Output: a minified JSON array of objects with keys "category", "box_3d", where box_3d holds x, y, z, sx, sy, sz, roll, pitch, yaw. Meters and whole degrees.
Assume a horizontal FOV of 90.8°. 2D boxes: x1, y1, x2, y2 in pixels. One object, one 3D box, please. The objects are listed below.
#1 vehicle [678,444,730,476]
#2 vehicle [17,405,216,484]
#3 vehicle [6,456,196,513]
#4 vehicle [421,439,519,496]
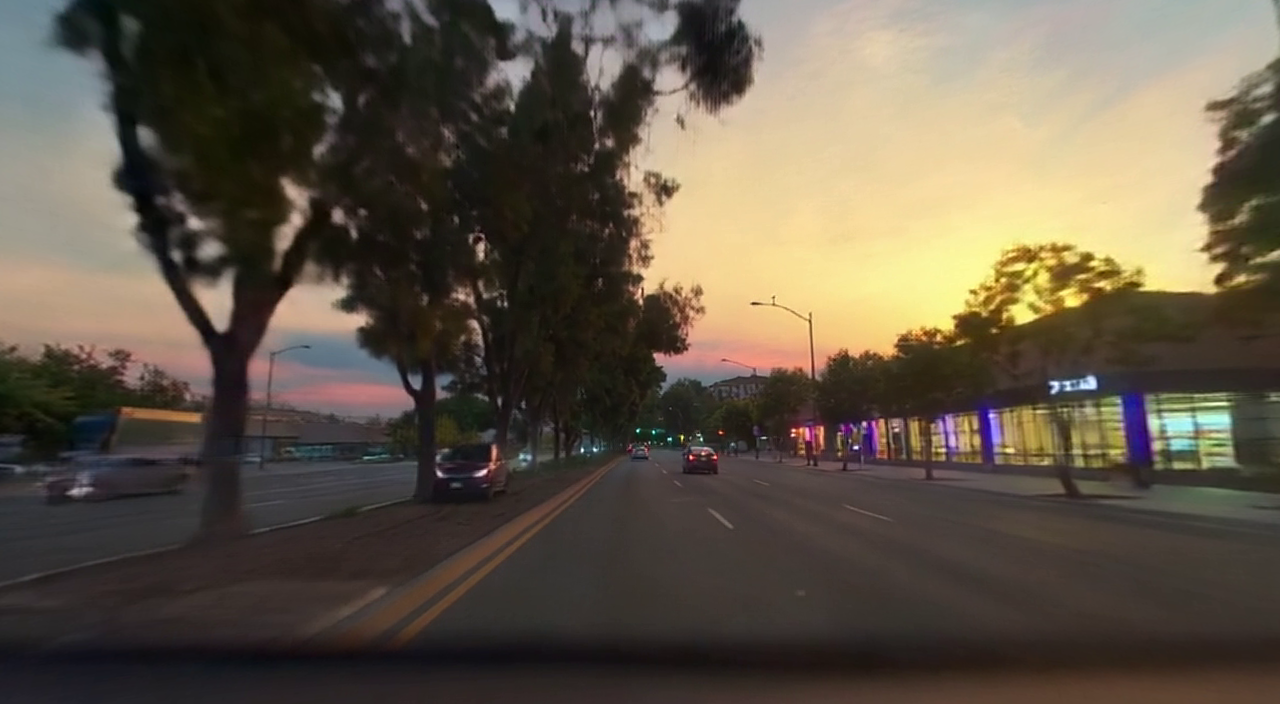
[{"category":"vehicle","box_3d":[3.120,5.377,31.603,1.983,1.482,4.463,0,-9,-2]},{"category":"vehicle","box_3d":[-27.778,5.029,34.363,2.804,3.714,8.815,0,-9,3]},{"category":"vehicle","box_3d":[-16.235,3.967,19.426,1.989,1.466,4.349,0,-9,0]},{"category":"vehicle","box_3d":[-5.400,3.706,20.678,2.100,1.639,4.268,0,-9,-1]}]
